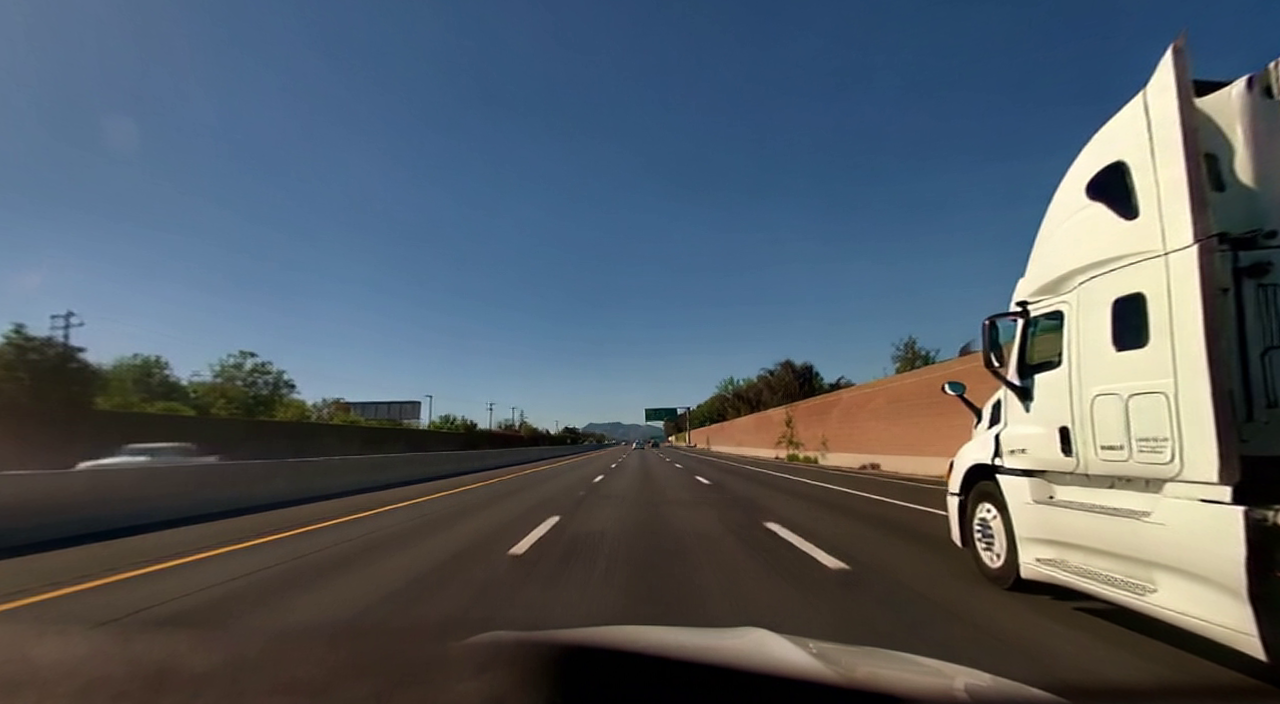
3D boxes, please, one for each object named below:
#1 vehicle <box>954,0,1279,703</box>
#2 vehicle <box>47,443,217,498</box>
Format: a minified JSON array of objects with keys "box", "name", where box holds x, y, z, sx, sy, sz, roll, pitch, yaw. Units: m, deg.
[{"box":[4.095,-0.553,0.477,3.012,3.768,8.945,0,-8,0],"name":"vehicle"},{"box":[-17.083,3.967,21.581,2.023,1.681,4.449,0,-8,1],"name":"vehicle"}]
